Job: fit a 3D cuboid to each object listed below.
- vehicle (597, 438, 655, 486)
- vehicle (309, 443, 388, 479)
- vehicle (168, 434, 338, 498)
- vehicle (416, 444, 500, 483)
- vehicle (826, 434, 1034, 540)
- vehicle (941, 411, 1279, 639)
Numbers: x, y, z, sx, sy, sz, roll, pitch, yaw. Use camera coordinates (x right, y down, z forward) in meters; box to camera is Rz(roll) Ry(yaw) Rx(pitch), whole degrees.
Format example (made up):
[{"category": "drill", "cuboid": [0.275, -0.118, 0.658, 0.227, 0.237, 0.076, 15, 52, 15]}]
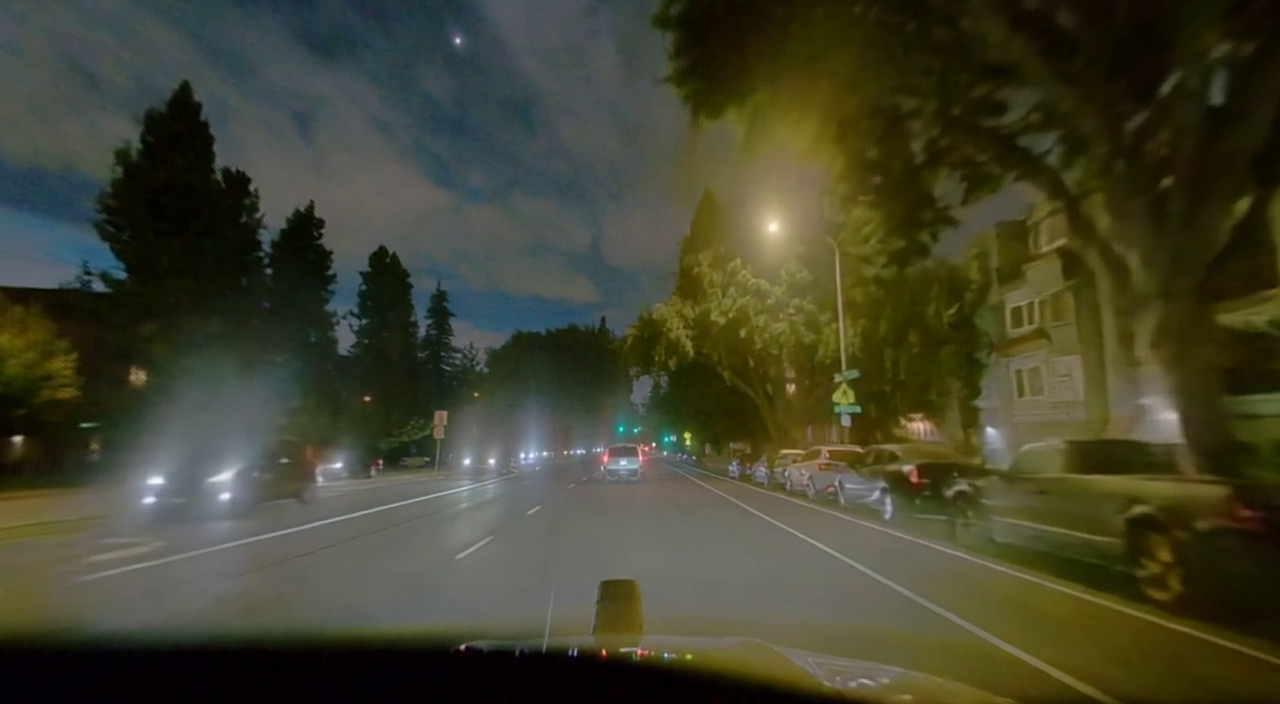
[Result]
[{"category": "vehicle", "cuboid": [-0.530, 4.226, 24.615, 2.070, 1.698, 3.925, 0, -8, 0]}, {"category": "vehicle", "cuboid": [-15.887, 5.950, 34.732, 2.038, 1.813, 4.764, 0, -9, 1]}, {"category": "vehicle", "cuboid": [-11.924, 3.530, 20.045, 2.020, 1.754, 5.185, 0, -8, 1]}, {"category": "vehicle", "cuboid": [-7.548, 4.673, 26.825, 2.105, 1.474, 4.808, 0, -8, 0]}, {"category": "vehicle", "cuboid": [5.536, 2.599, 12.886, 1.996, 1.738, 4.496, 0, -8, -2]}, {"category": "vehicle", "cuboid": [5.672, 1.714, 7.354, 2.053, 1.799, 4.446, 0, -8, -1]}]
